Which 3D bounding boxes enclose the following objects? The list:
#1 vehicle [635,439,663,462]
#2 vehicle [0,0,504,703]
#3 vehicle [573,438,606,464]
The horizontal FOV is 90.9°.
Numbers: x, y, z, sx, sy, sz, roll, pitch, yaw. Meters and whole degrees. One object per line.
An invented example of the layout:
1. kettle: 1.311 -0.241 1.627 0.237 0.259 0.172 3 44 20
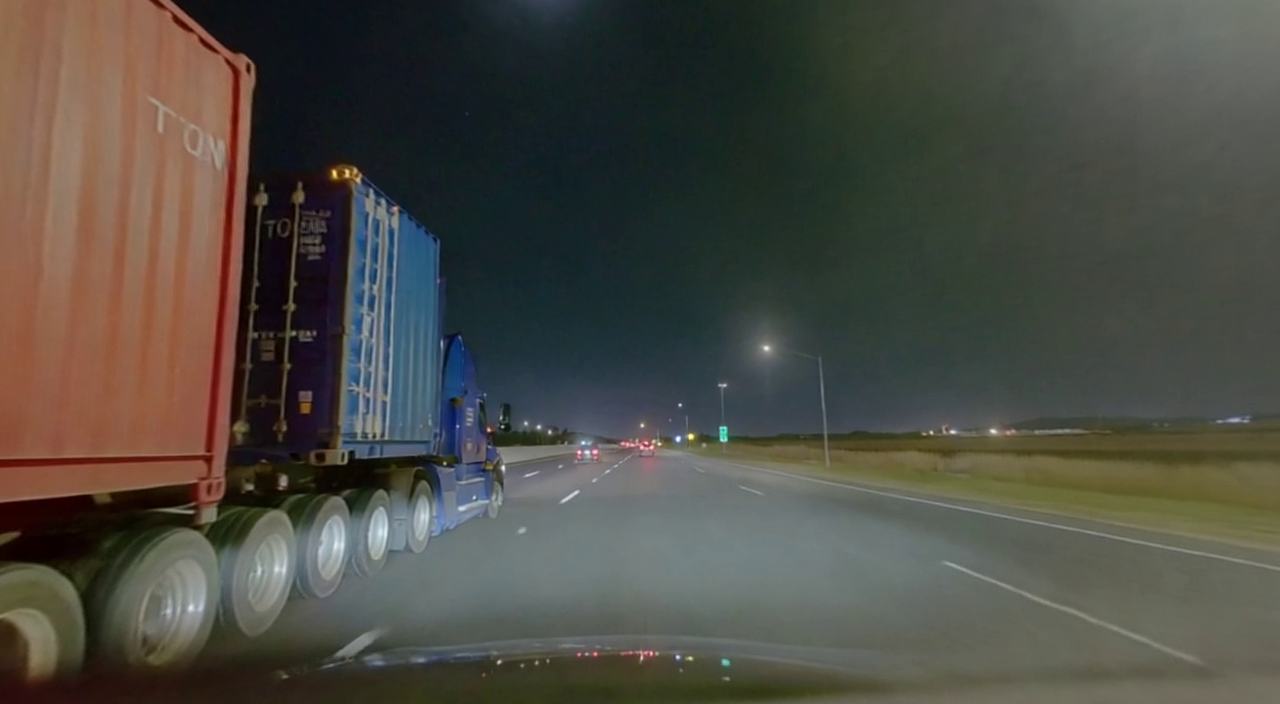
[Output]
1. vehicle: 0.677 7.761 49.785 2.136 1.718 4.157 0 -8 0
2. vehicle: -3.969 -0.034 4.111 2.840 4.032 13.388 0 -8 2
3. vehicle: -3.556 7.082 45.339 1.995 1.745 4.187 0 -8 1
